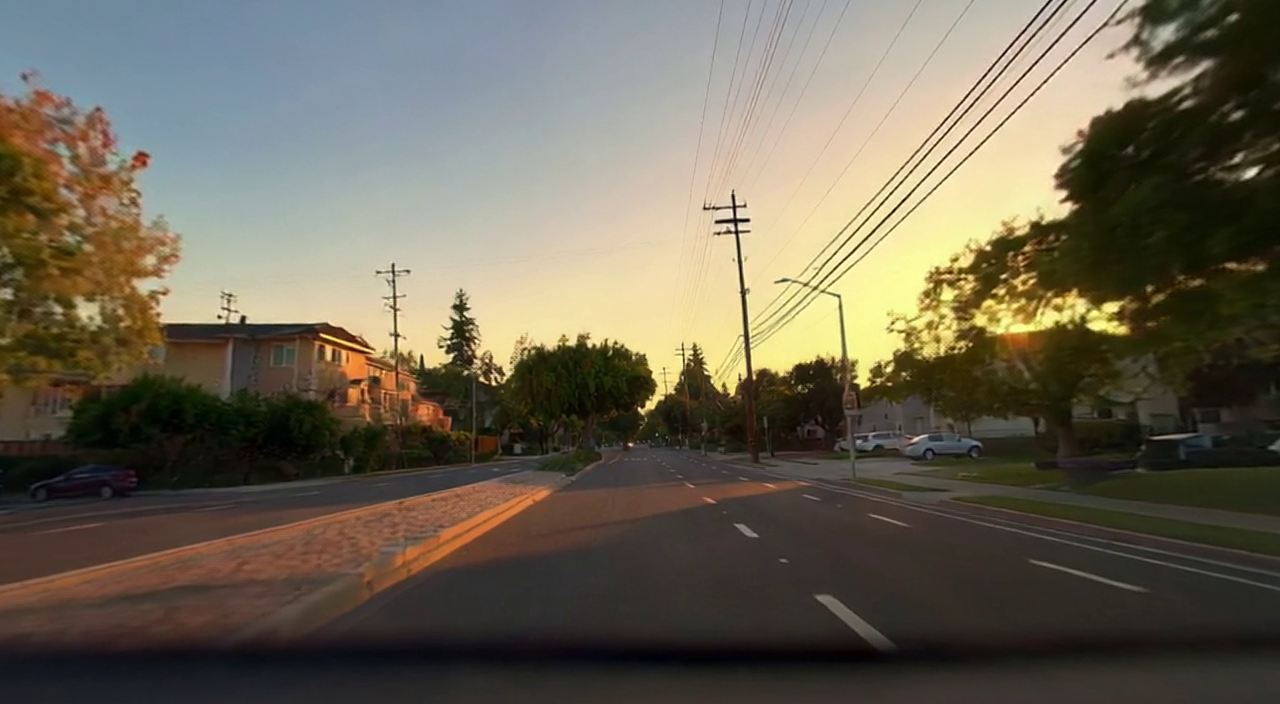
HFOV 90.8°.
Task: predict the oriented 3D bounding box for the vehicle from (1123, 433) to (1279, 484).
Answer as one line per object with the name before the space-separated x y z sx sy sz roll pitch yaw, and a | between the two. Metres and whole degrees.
vehicle | 17.540 3.195 19.015 4.246 1.427 2.055 0 -8 0

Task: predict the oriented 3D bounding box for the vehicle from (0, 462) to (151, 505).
vehicle | -21.793 4.994 24.133 4.354 1.450 2.043 0 -10 -11

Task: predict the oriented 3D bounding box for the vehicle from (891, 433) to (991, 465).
vehicle | 16.929 5.466 35.685 4.560 1.725 2.096 0 -8 -2

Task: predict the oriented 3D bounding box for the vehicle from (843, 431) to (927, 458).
vehicle | 16.684 6.315 43.241 4.833 1.786 2.136 0 -8 -1
